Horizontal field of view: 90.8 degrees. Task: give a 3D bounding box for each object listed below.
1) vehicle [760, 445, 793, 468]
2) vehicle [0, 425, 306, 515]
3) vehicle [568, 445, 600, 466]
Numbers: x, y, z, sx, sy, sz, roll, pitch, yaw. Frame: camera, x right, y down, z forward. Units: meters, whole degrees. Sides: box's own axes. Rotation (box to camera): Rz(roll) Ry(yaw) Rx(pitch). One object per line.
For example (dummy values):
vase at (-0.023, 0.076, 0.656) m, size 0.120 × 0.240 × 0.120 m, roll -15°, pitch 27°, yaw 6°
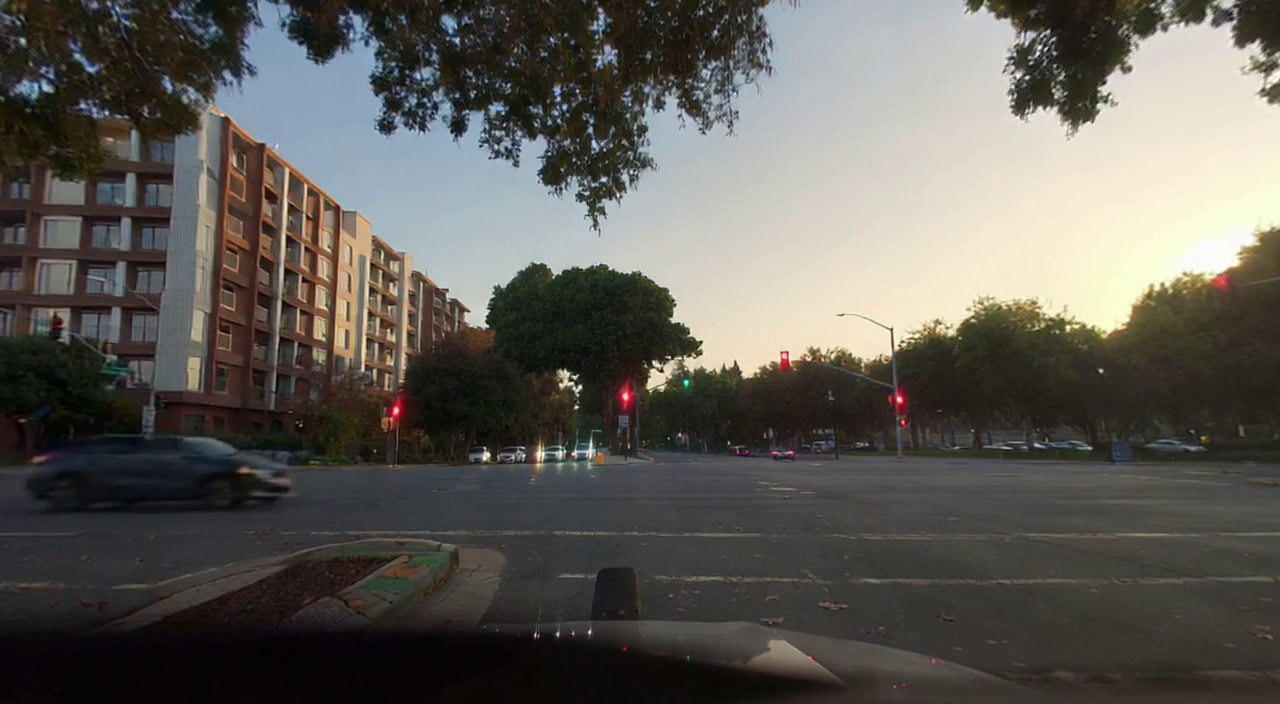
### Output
vehicle at (9.083, 6.925, 42.135) m, size 2.043 × 1.454 × 4.424 m, roll -2°, pitch -9°, yaw 11°
vehicle at (-10.166, 2.457, 13.491) m, size 4.853 × 1.719 × 1.986 m, roll 1°, pitch -8°, yaw -6°
vehicle at (-4.343, 8.126, 49.742) m, size 2.130 × 1.613 × 4.121 m, roll 0°, pitch -8°, yaw 0°
